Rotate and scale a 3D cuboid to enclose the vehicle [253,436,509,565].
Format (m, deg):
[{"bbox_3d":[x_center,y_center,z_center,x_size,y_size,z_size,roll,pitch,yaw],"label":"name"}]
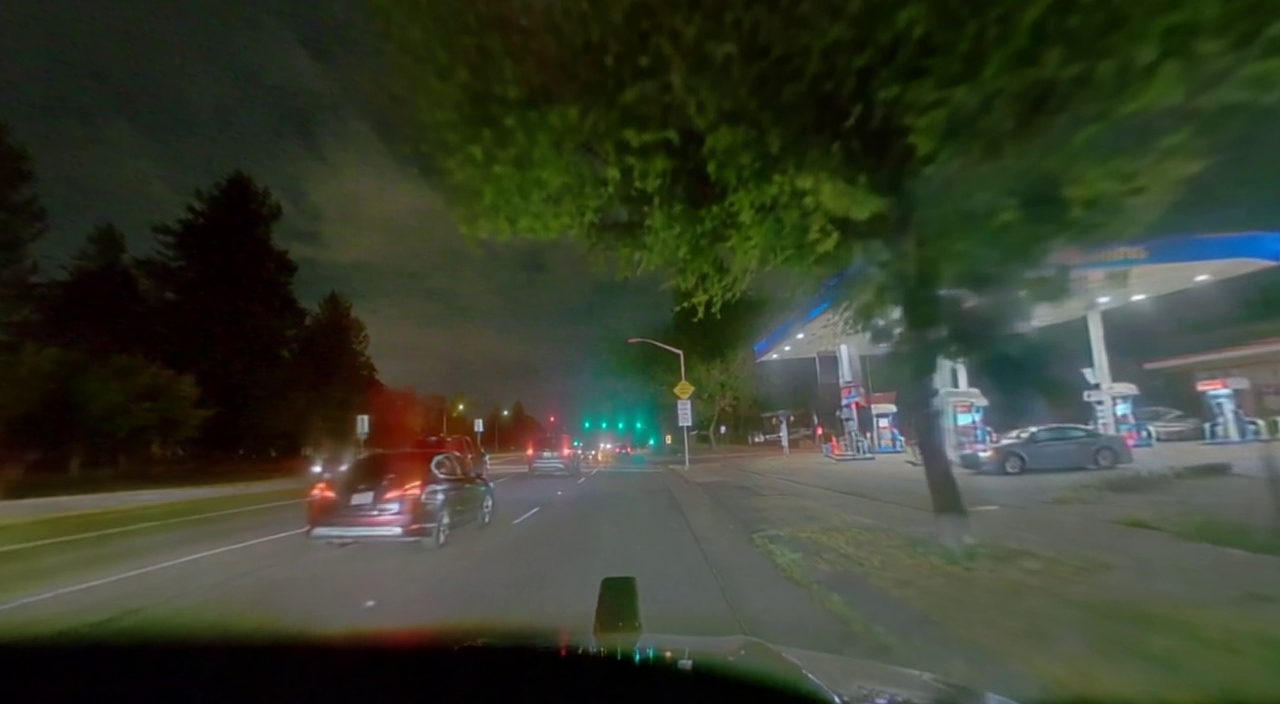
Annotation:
[{"bbox_3d":[-3.408,2.022,9.377,1.888,1.452,4.303,-1,-9,2],"label":"vehicle"}]

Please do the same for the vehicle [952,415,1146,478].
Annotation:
[{"bbox_3d":[12.193,2.841,19.045,4.385,1.439,1.912,-5,-7,4],"label":"vehicle"}]

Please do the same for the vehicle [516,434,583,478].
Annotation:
[{"bbox_3d":[-3.988,4.671,28.534,2.306,1.815,4.476,0,-9,1],"label":"vehicle"}]
